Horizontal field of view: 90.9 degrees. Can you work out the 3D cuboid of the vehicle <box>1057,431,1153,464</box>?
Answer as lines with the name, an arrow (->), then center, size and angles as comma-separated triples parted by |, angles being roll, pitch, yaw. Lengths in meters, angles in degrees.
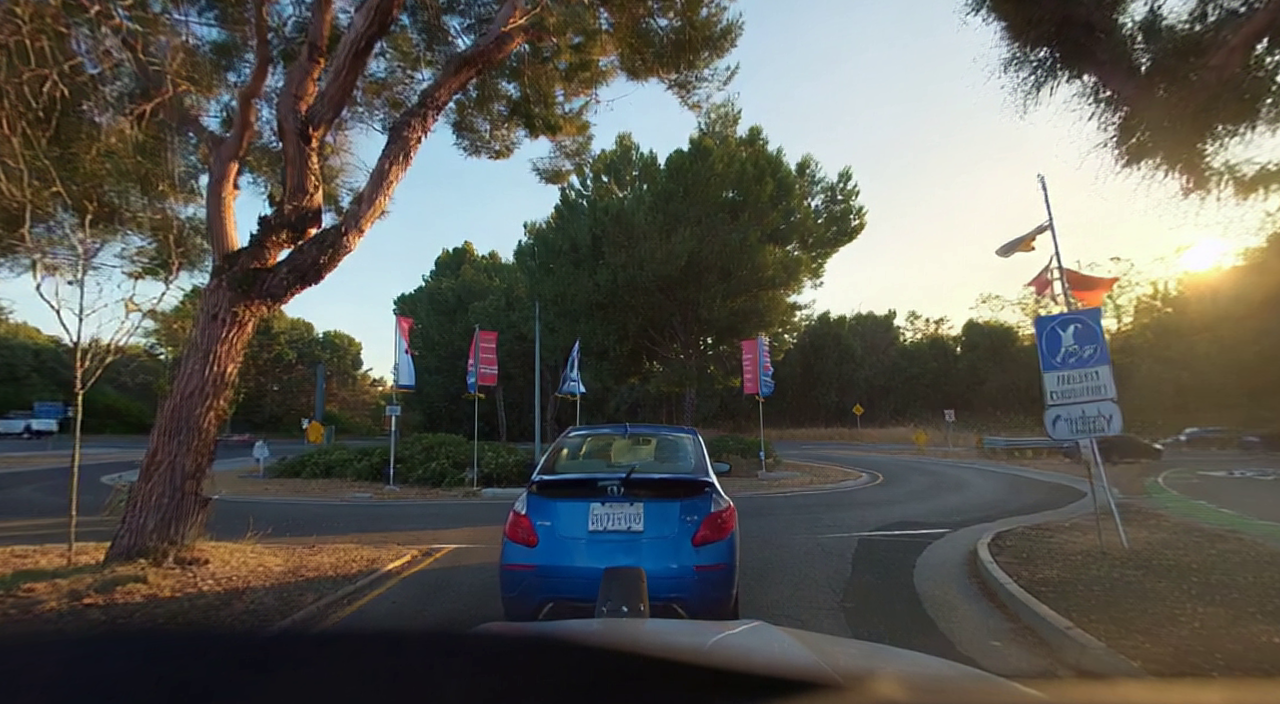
vehicle -> 25.058, 5.154, 33.949 | 4.485, 1.691, 2.132 | 4, -10, -25

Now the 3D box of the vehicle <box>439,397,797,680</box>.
vehicle -> -0.017, 1.396, 5.741 | 2.078, 1.607, 4.010 | -1, -9, 4

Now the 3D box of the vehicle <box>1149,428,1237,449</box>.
vehicle -> 42.066, 6.584, 48.034 | 4.652, 1.498, 1.783 | -2, -9, 11
